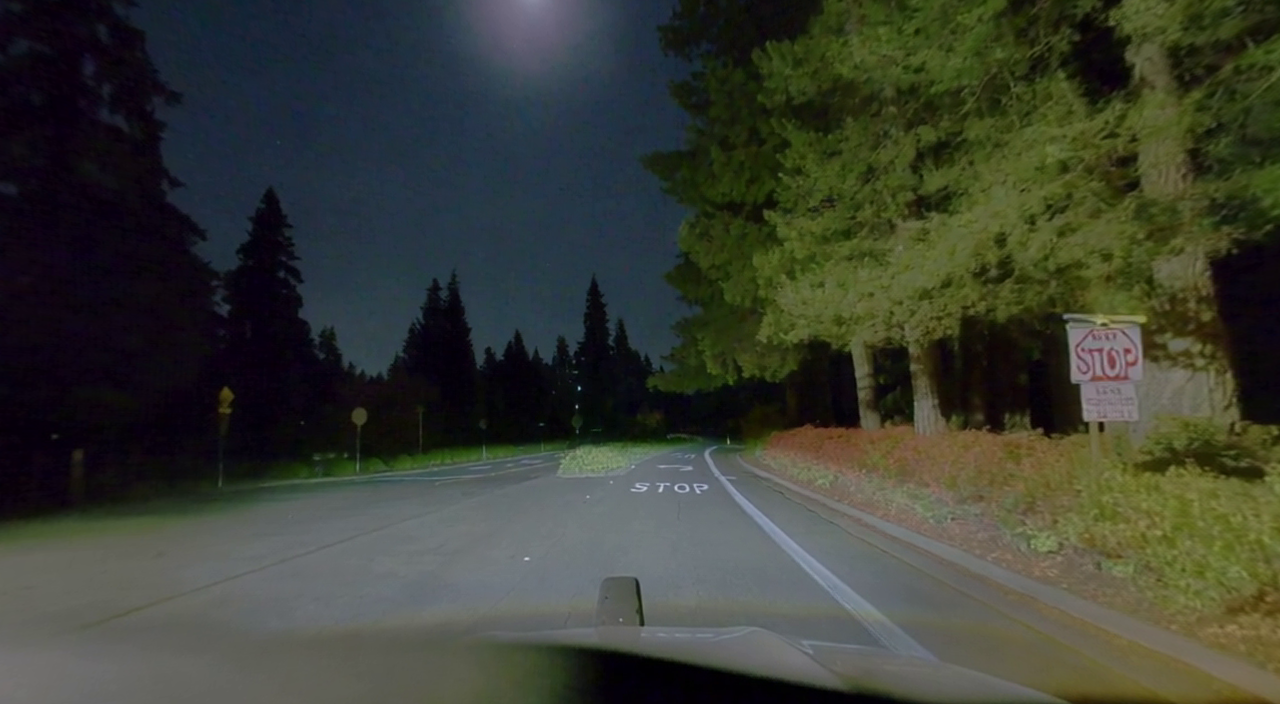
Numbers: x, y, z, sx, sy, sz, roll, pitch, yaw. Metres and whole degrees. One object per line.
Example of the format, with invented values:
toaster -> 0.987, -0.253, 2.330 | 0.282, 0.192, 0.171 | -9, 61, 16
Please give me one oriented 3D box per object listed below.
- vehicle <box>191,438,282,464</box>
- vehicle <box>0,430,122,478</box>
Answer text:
vehicle -> -23.934, 5.898, 37.561 | 4.007, 1.459, 1.952 | 0, -10, 0
vehicle -> -28.346, 4.935, 30.717 | 4.733, 1.892, 1.939 | -4, -4, 2
